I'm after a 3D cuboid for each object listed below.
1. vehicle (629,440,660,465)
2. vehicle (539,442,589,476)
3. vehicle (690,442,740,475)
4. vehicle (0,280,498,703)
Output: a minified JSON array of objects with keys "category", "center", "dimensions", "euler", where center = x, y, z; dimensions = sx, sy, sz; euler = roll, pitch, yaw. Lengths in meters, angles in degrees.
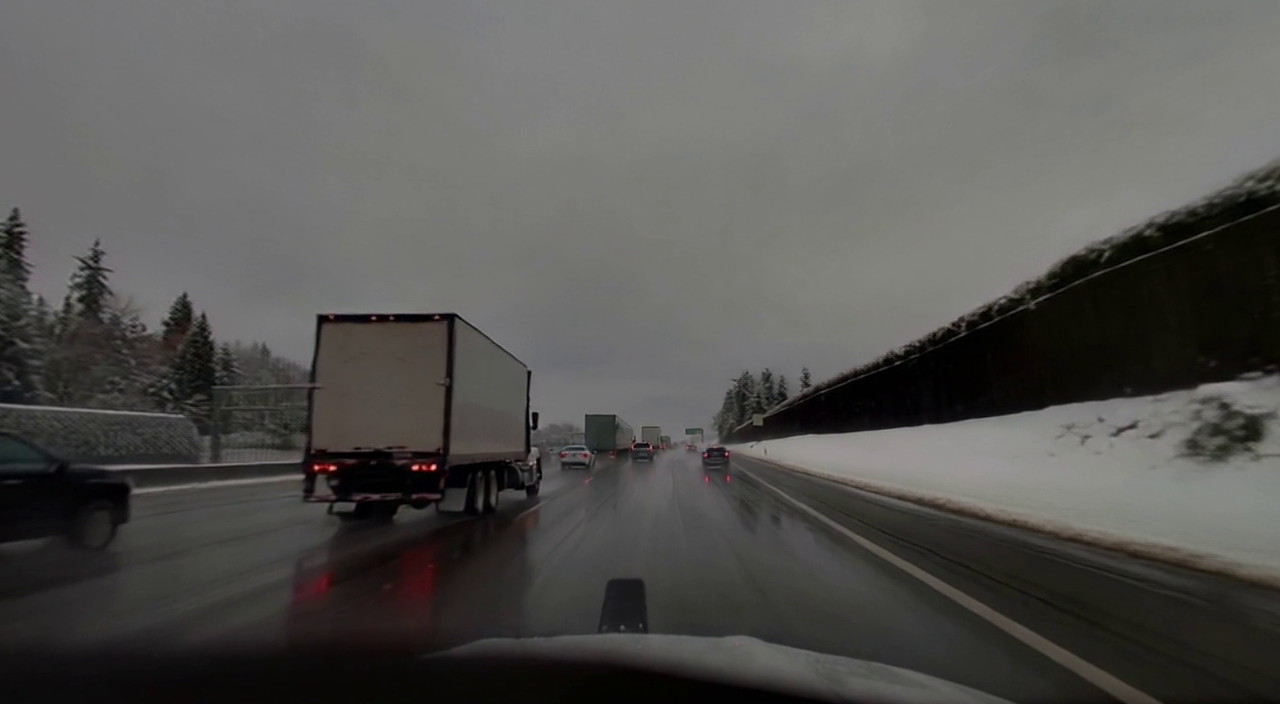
[{"category":"vehicle","center":[0.322,7.886,49.842],"dimensions":[2.325,1.864,4.128],"euler":[0,-8,0]},{"category":"vehicle","center":[-3.740,5.375,31.933],"dimensions":[1.866,1.568,4.603],"euler":[0,-8,1]},{"category":"vehicle","center":[3.641,5.249,31.333],"dimensions":[2.176,1.493,3.955],"euler":[-1,-8,3]},{"category":"vehicle","center":[-3.980,0.843,3.242],"dimensions":[3.050,1.964,15.030],"euler":[0,-9,0]}]
